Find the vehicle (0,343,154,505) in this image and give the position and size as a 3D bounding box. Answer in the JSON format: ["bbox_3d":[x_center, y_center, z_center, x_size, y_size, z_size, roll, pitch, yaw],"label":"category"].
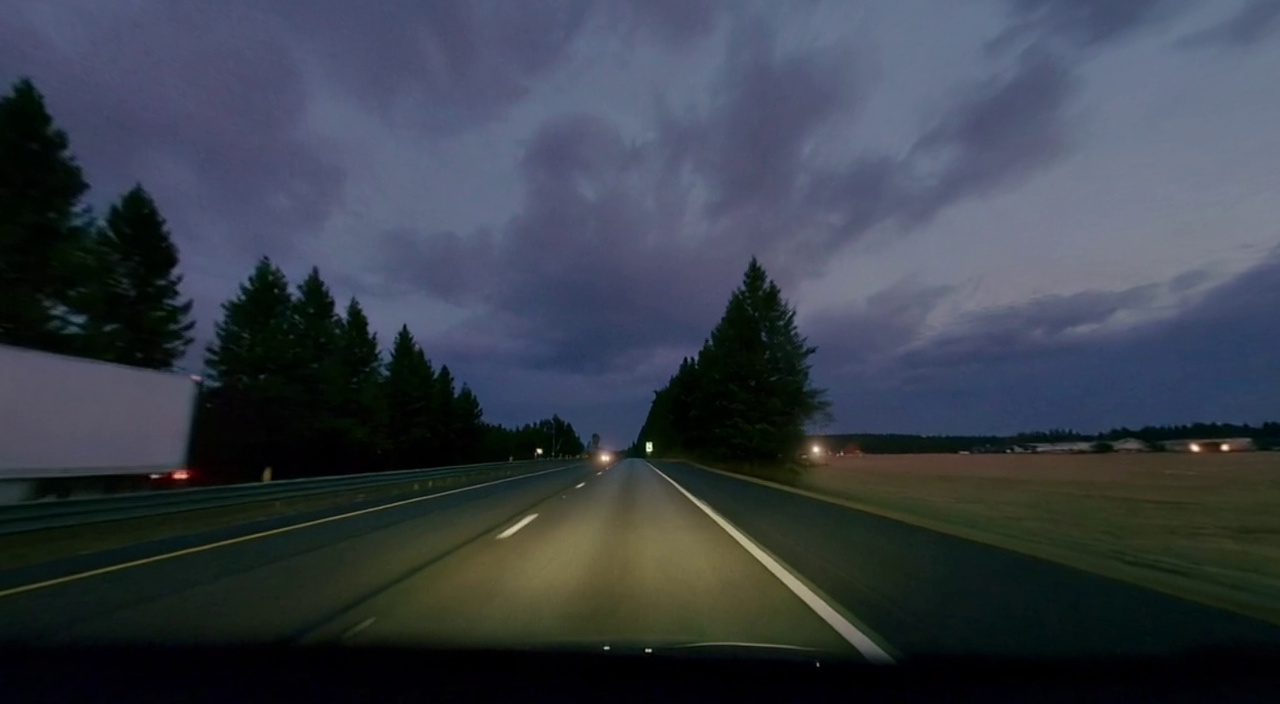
[{"bbox_3d":[-17.241,1.390,13.000,2.986,3.958,14.432,0,-9,0],"label":"vehicle"}]
